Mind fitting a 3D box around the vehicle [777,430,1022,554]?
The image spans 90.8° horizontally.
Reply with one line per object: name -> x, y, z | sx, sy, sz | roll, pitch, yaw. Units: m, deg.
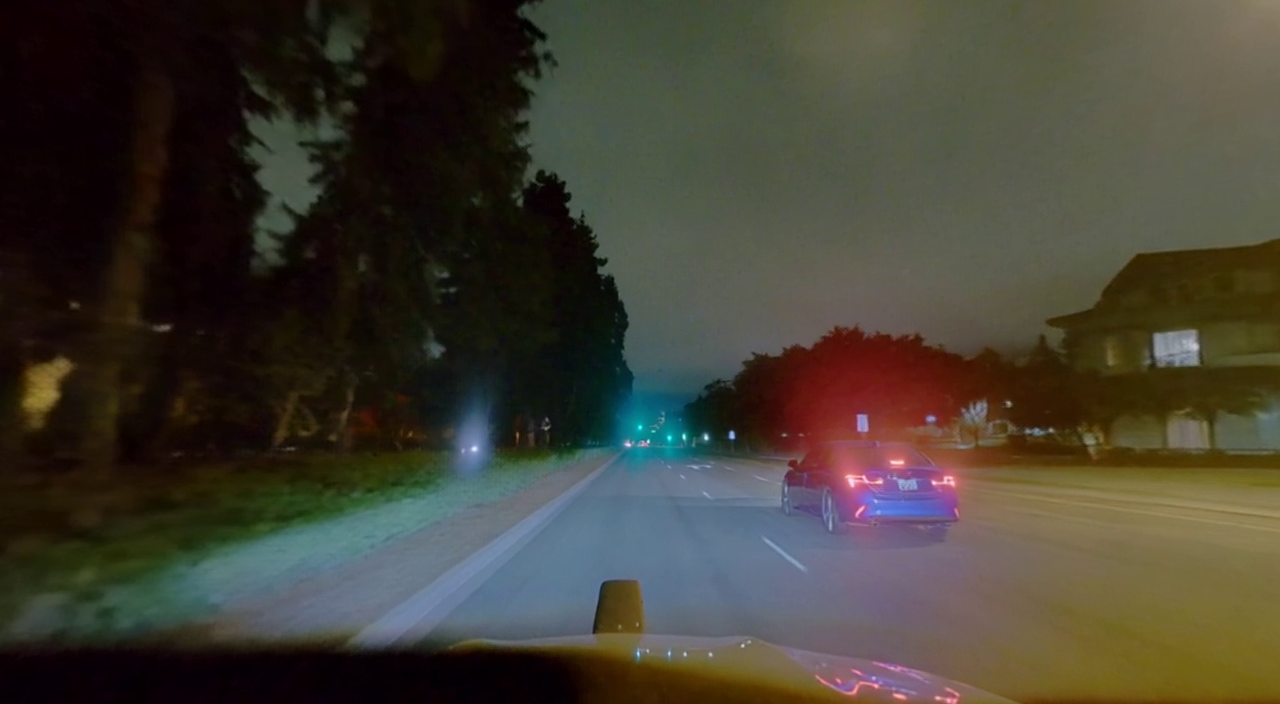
vehicle -> 3.612, 2.009, 9.836 | 1.950, 1.473, 4.259 | 0, -8, -1
